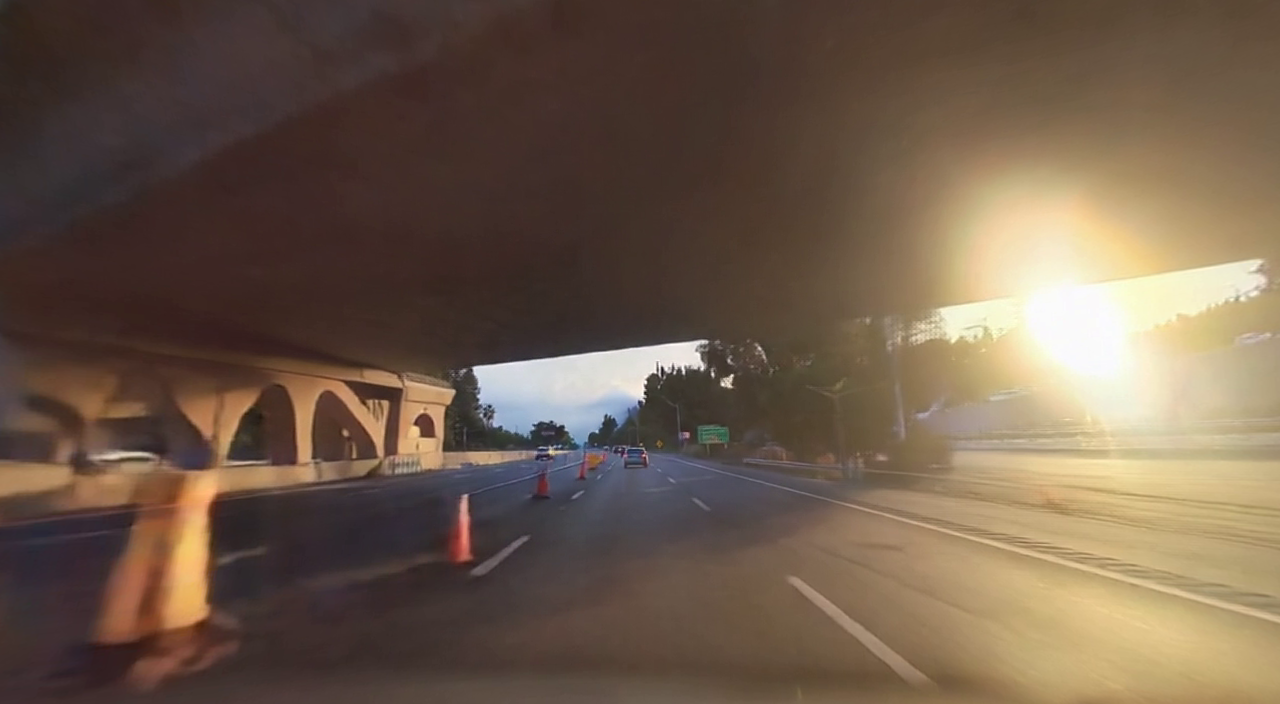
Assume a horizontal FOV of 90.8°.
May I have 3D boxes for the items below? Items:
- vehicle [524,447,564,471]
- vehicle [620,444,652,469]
[{"bbox_3d":[-6.332,7.061,41.926,1.997,1.507,4.248,0,-9,0],"label":"vehicle"},{"bbox_3d":[-0.305,7.205,43.641,2.109,1.638,3.856,0,-9,-1],"label":"vehicle"}]
